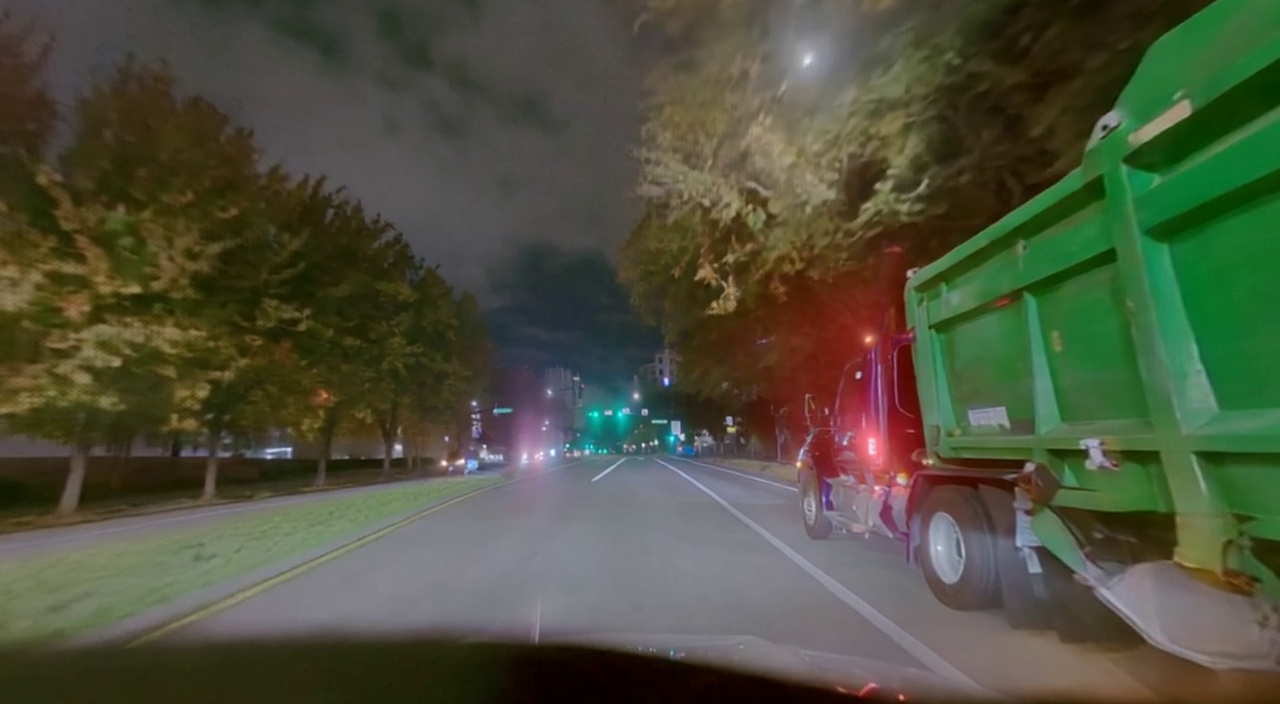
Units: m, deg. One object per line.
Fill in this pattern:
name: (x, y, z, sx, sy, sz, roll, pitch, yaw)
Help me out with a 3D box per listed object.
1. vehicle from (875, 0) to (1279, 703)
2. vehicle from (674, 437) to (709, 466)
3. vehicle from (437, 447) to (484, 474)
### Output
vehicle: (3.817, -0.159, 1.132, 2.731, 3.407, 10.262, 0, -9, -1)
vehicle: (3.655, 7.220, 45.790, 2.099, 1.936, 4.575, 0, -9, -1)
vehicle: (-13.613, 8.239, 48.235, 2.140, 1.961, 4.641, 0, -9, 1)
